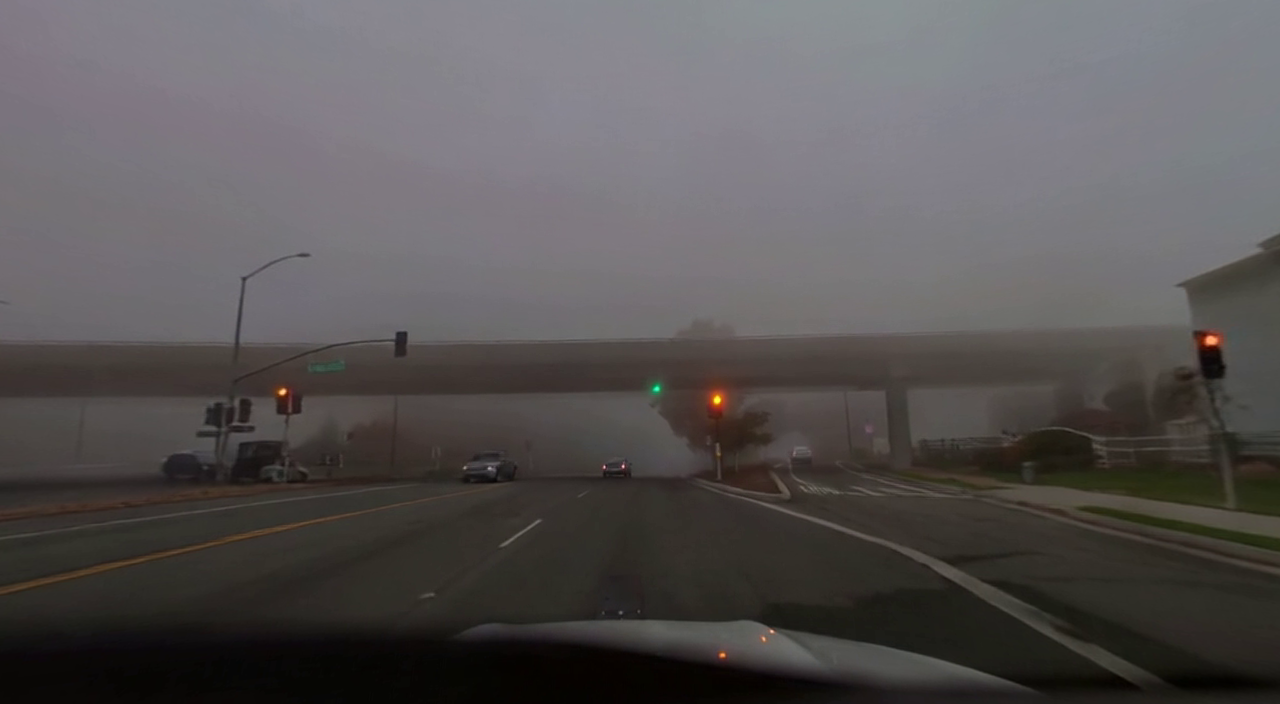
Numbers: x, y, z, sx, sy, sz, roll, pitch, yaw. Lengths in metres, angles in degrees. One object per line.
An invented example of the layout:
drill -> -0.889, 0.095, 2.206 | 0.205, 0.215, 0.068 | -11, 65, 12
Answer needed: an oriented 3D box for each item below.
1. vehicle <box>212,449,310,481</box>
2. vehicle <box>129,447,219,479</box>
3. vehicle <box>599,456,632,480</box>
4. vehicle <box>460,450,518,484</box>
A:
vehicle -> -20.162, 6.034, 33.791 | 3.877, 1.623, 2.049 | 1, -9, -6
vehicle -> -27.954, 6.616, 37.887 | 4.598, 1.765, 1.955 | -3, -9, 20
vehicle -> -1.735, 8.432, 46.150 | 1.997, 1.542, 4.202 | -1, -9, 4
vehicle -> -7.893, 6.018, 33.403 | 1.886, 1.654, 4.037 | 0, -9, 2
